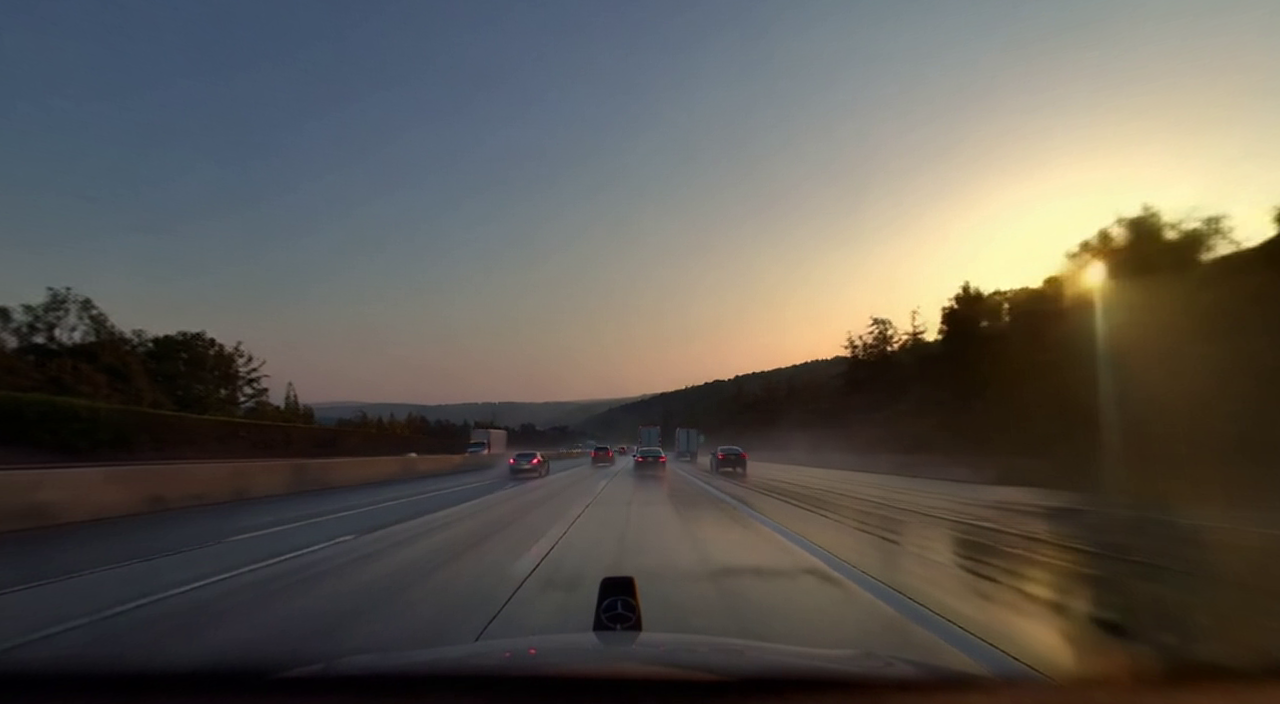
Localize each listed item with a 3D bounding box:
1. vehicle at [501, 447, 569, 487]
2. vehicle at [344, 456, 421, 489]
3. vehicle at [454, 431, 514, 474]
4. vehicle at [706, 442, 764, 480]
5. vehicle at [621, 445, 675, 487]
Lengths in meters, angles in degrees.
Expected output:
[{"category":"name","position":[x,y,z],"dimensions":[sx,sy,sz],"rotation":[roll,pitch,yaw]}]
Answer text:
[{"category":"vehicle","position":[-4.206,4.689,25.829],"dimensions":[1.967,1.473,4.439],"rotation":[0,-9,1]},{"category":"vehicle","position":[-12.695,5.948,31.232],"dimensions":[1.923,1.488,4.501],"rotation":[0,-9,1]},{"category":"vehicle","position":[-12.176,7.923,49.692],"dimensions":[2.653,3.121,6.846],"rotation":[-1,-9,3]},{"category":"vehicle","position":[4.402,5.113,29.596],"dimensions":[2.018,1.639,4.149],"rotation":[0,-9,-1]},{"category":"vehicle","position":[0.287,4.604,25.664],"dimensions":[2.015,1.526,4.286],"rotation":[0,-9,0]}]
